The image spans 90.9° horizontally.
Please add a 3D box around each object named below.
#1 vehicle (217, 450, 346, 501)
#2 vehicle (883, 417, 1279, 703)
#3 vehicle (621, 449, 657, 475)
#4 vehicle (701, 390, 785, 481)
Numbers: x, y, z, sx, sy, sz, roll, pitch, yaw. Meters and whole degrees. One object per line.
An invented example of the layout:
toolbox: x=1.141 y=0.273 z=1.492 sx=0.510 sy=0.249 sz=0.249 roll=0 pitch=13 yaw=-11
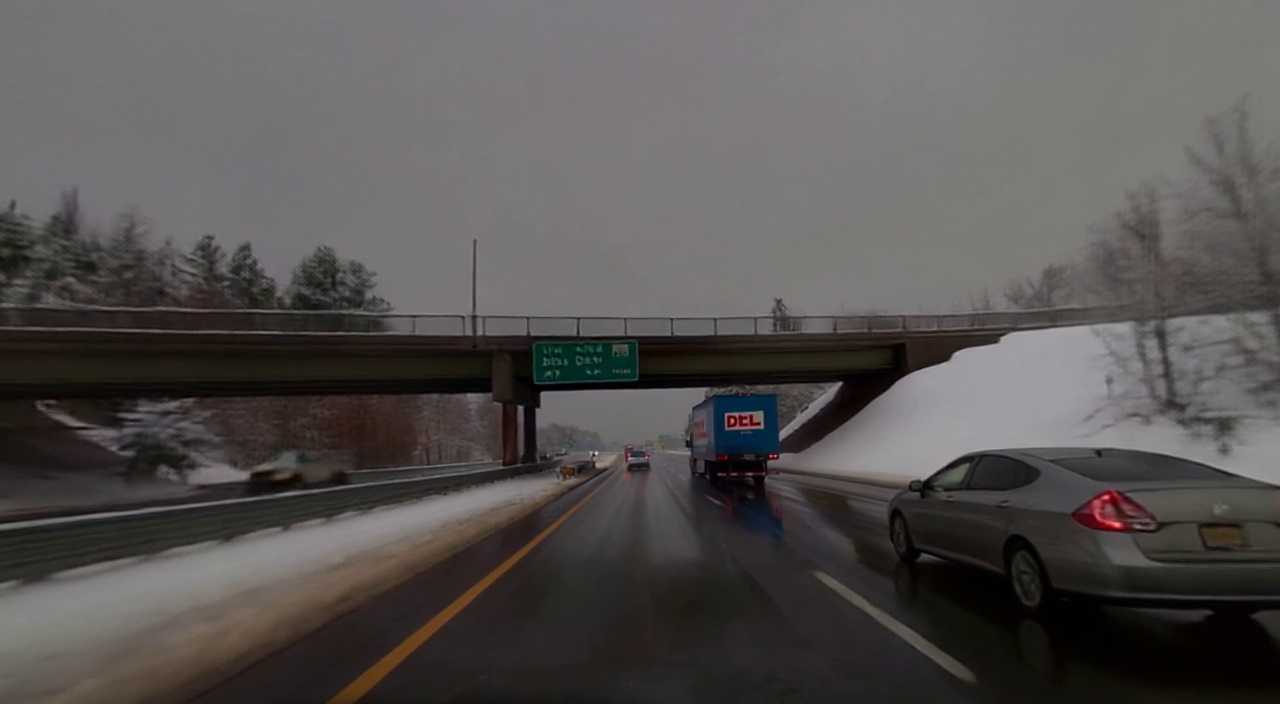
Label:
vehicle: x=-13.074 y=4.497 z=23.417 sx=2.029 sy=1.656 sz=4.587 roll=-1 pitch=-9 yaw=1
vehicle: x=3.741 y=1.358 z=5.082 sx=1.894 sy=1.452 sz=4.164 roll=0 pitch=-9 yaw=0
vehicle: x=-0.052 y=6.706 z=38.640 sx=2.055 sy=1.445 sz=3.661 roll=0 pitch=-9 yaw=0
vehicle: x=4.947 y=4.322 z=32.121 sx=2.838 sy=3.985 sz=8.010 roll=0 pitch=-9 yaw=0
